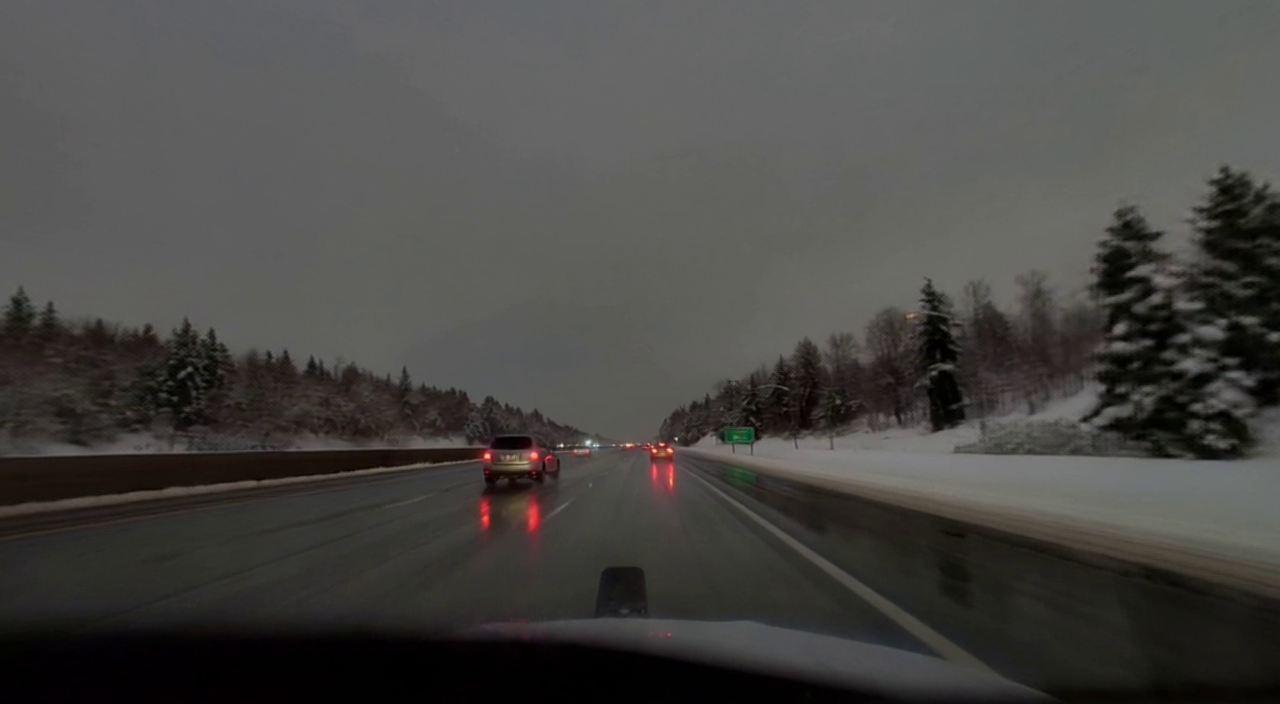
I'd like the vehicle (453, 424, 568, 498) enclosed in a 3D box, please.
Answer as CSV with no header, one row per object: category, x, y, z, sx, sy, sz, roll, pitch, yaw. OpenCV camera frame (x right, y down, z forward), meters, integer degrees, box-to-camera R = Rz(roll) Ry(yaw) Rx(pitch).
vehicle,-3.400,2.974,17.574,2.214,1.759,4.435,-1,-8,1

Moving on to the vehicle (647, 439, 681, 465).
vehicle,1.509,6.431,40.671,2.023,1.589,4.030,-1,-8,1
